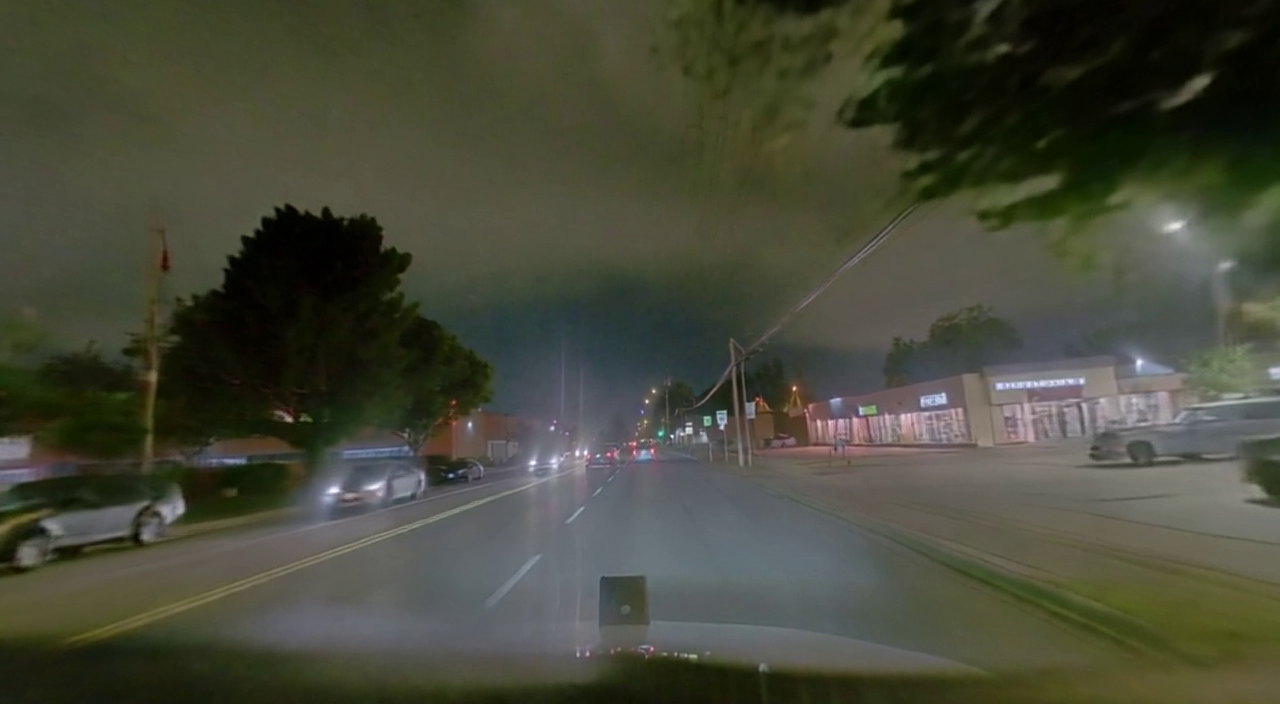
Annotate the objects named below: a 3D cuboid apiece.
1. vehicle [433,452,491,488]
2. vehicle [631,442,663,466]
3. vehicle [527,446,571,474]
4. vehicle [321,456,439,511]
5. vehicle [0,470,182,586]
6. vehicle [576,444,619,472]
[{"bbox_3d":[-10.889,7.211,38.930,1.978,1.640,4.695,-9,-8,1],"label":"vehicle"},{"bbox_3d":[0.448,6.690,41.518,2.020,1.478,3.922,0,-8,0],"label":"vehicle"},{"bbox_3d":[-5.552,6.654,39.085,2.045,1.619,3.973,-1,-8,2],"label":"vehicle"},{"bbox_3d":[-8.447,4.285,20.979,1.952,1.540,4.413,0,-8,1],"label":"vehicle"},{"bbox_3d":[-11.379,3.206,11.988,1.925,1.709,4.426,-1,-8,1],"label":"vehicle"},{"bbox_3d":[-2.315,5.933,35.460,2.099,1.424,4.609,0,-8,0],"label":"vehicle"}]
